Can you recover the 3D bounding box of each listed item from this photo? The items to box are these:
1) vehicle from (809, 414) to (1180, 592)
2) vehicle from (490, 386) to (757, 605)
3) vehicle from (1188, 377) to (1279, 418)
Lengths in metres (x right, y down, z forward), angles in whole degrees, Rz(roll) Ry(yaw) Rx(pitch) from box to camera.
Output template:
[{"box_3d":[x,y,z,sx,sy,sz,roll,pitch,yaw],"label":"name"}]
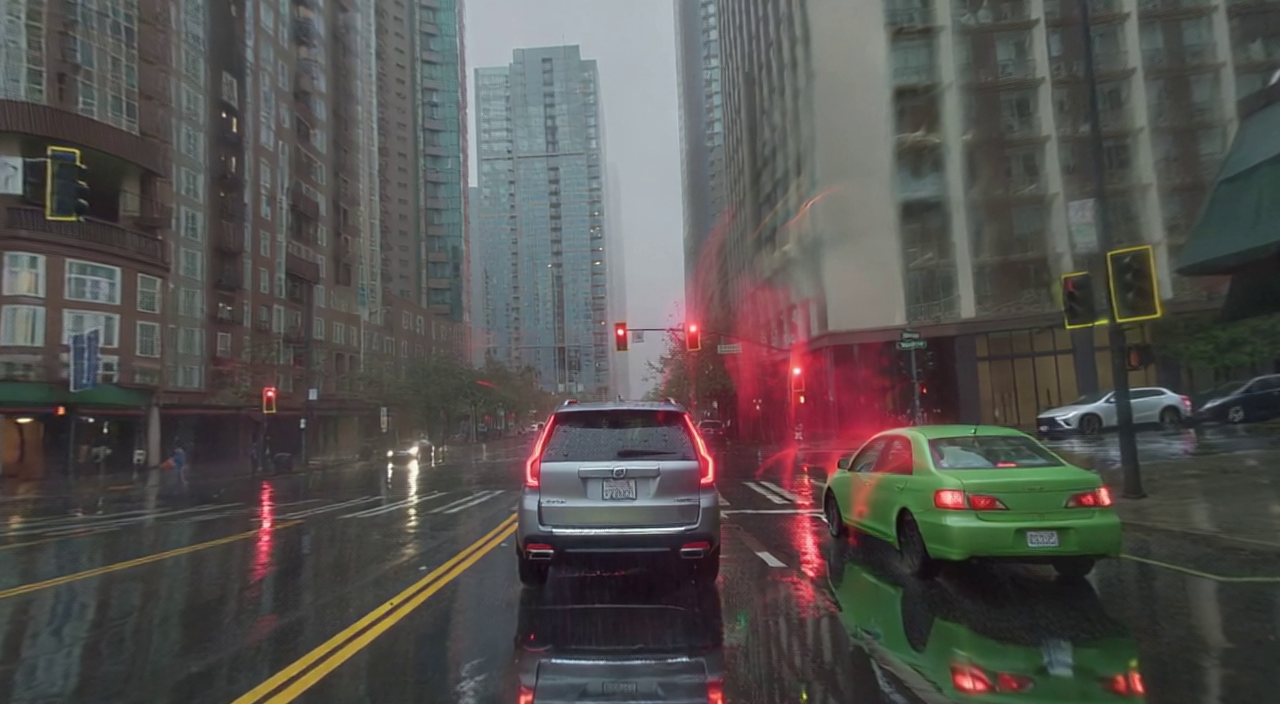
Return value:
[{"box_3d":[3.694,1.650,7.811,1.987,1.538,4.510,0,-8,0],"label":"vehicle"},{"box_3d":[-0.130,1.478,7.295,2.168,1.776,4.135,0,-8,0],"label":"vehicle"},{"box_3d":[26.590,1.972,27.174,4.287,1.639,1.729,0,-8,1],"label":"vehicle"}]
